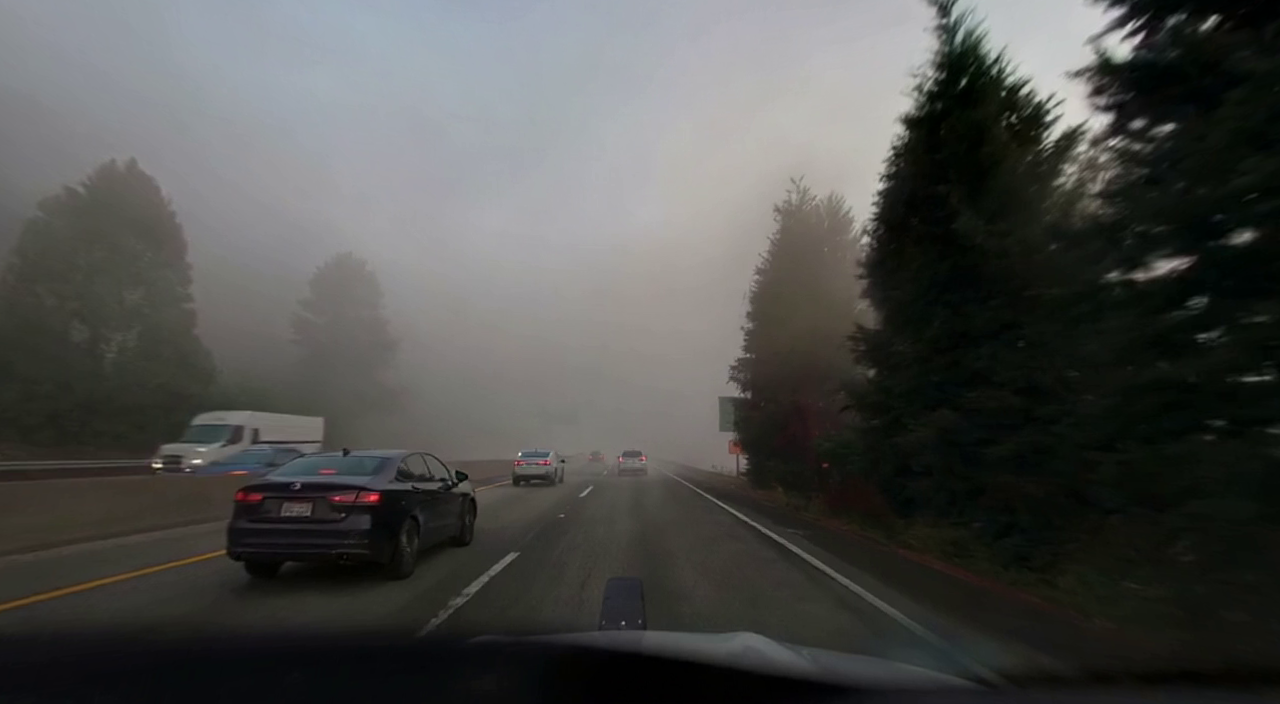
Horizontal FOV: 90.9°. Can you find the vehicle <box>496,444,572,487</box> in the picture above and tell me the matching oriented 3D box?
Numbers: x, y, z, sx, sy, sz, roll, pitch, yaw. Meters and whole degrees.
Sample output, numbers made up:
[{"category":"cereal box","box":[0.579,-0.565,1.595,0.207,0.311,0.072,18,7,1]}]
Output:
[{"category":"vehicle","box":[-3.873,4.234,23.934,2.107,1.453,4.462,0,-8,0]}]

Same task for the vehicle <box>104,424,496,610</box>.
[{"category":"vehicle","box":[-3.329,1.692,7.519,2.067,1.509,4.551,0,-8,1]}]

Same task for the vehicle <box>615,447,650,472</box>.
[{"category":"vehicle","box":[-0.494,6.752,39.910,2.100,1.471,3.956,0,-8,-1]}]
